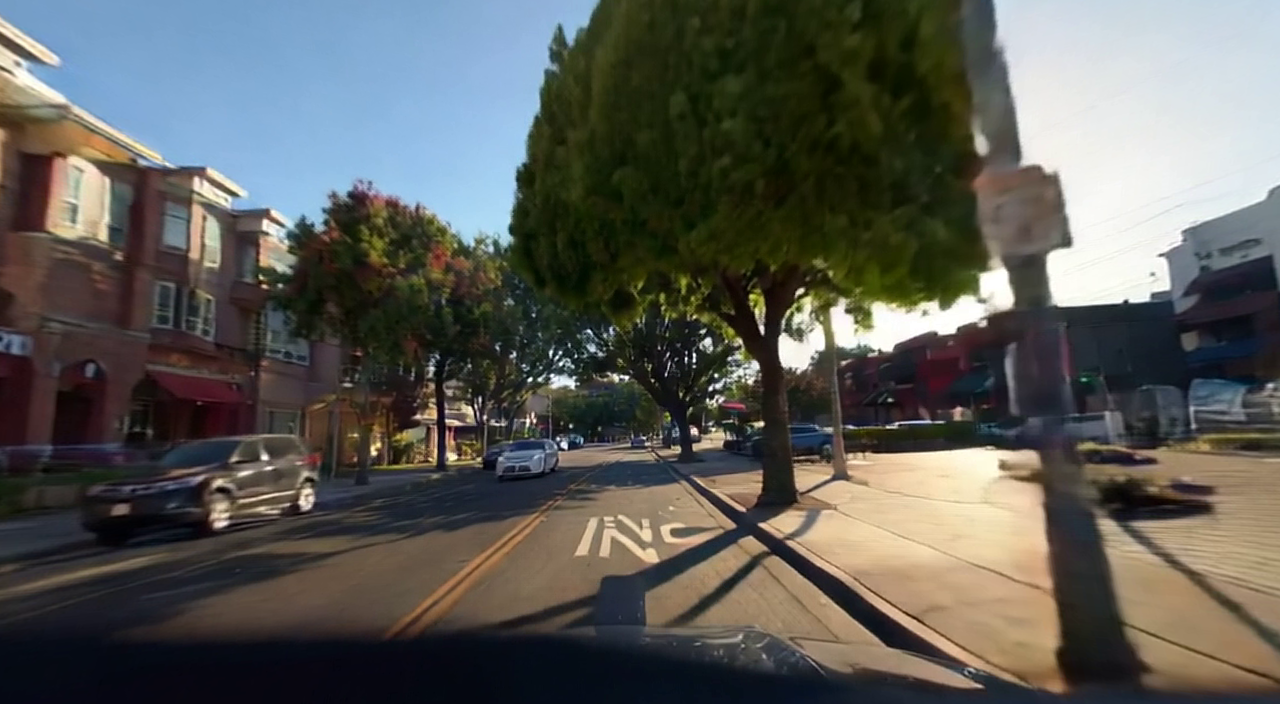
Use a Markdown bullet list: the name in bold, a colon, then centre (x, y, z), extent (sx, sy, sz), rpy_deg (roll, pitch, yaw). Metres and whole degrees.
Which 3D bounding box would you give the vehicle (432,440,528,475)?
- **vehicle**: centre (-8.764, 5.797, 34.731), extent (1.879, 1.543, 4.778), rpy_deg (-14, -14, 43)

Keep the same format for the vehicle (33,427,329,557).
- **vehicle**: centre (-7.508, 2.232, 11.020), extent (1.950, 1.743, 4.312), rpy_deg (-2, -7, 0)

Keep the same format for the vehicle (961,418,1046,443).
- **vehicle**: centre (23.675, 5.151, 41.110), extent (4.371, 1.614, 1.910), rpy_deg (0, -8, -3)

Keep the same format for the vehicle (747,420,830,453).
- **vehicle**: centre (10.843, 6.161, 46.268), extent (5.453, 1.794, 2.011), rpy_deg (-6, -6, -1)
